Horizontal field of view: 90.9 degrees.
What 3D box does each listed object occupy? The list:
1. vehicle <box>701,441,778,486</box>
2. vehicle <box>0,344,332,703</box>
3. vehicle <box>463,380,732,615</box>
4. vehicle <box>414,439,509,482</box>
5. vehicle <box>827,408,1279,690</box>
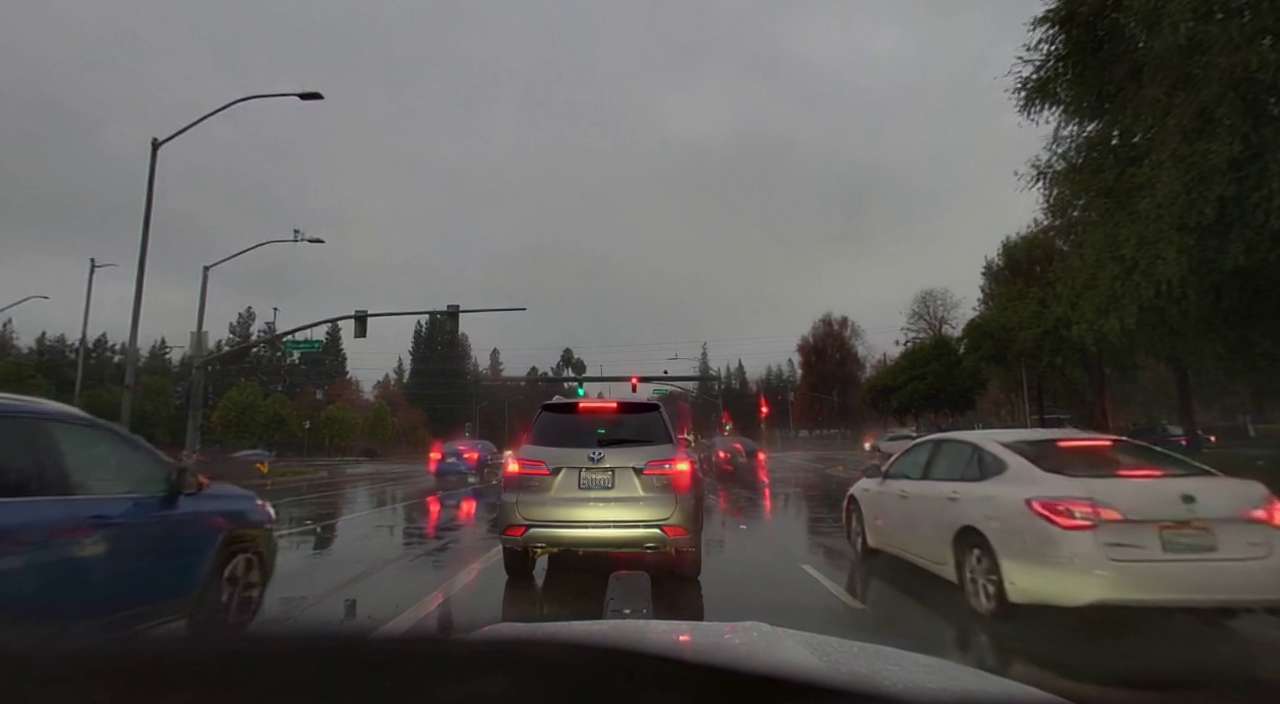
[{"bbox_3d":[3.404,3.893,22.392,2.104,1.441,4.240,0,-8,1],"label":"vehicle"},{"bbox_3d":[-3.677,0.863,2.928,2.160,1.666,4.583,0,-8,0],"label":"vehicle"},{"bbox_3d":[-0.327,1.439,7.102,2.064,1.817,4.298,0,-8,0],"label":"vehicle"},{"bbox_3d":[-6.740,4.150,24.423,2.060,1.473,4.950,0,-8,2],"label":"vehicle"},{"bbox_3d":[3.363,1.369,5.546,2.121,1.494,4.208,0,-8,0],"label":"vehicle"}]
